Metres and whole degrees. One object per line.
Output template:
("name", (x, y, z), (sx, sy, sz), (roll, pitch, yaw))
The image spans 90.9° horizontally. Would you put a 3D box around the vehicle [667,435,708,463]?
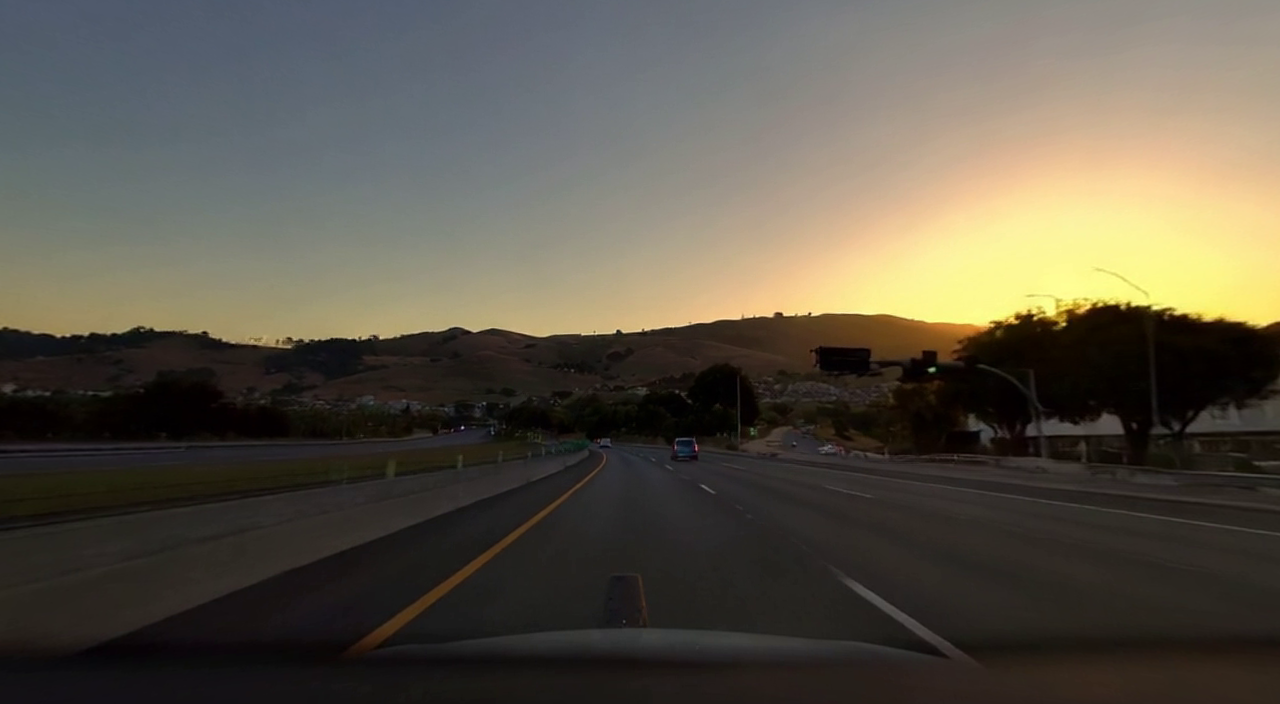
("vehicle", (3.202, 6.697, 43.650), (2.210, 1.815, 4.571), (0, -8, -3))
